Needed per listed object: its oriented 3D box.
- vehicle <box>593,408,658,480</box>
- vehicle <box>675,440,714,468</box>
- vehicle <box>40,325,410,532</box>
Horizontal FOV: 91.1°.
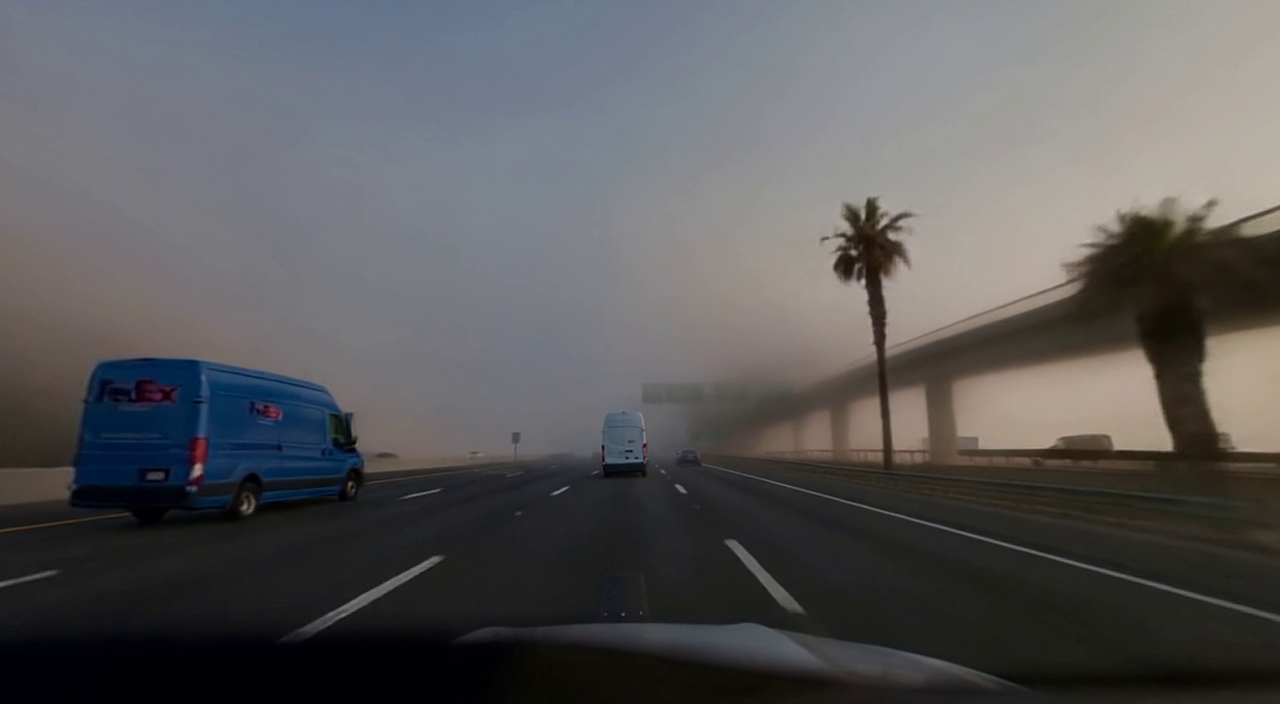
[{"bbox_3d":[-0.538,3.955,27.024,2.476,2.776,5.598,0,-9,1],"label":"vehicle"},{"bbox_3d":[3.367,6.357,39.398,1.987,1.648,3.984,0,-9,-1],"label":"vehicle"},{"bbox_3d":[-7.762,1.737,13.435,2.965,3.178,7.188,1,-9,-1],"label":"vehicle"}]
